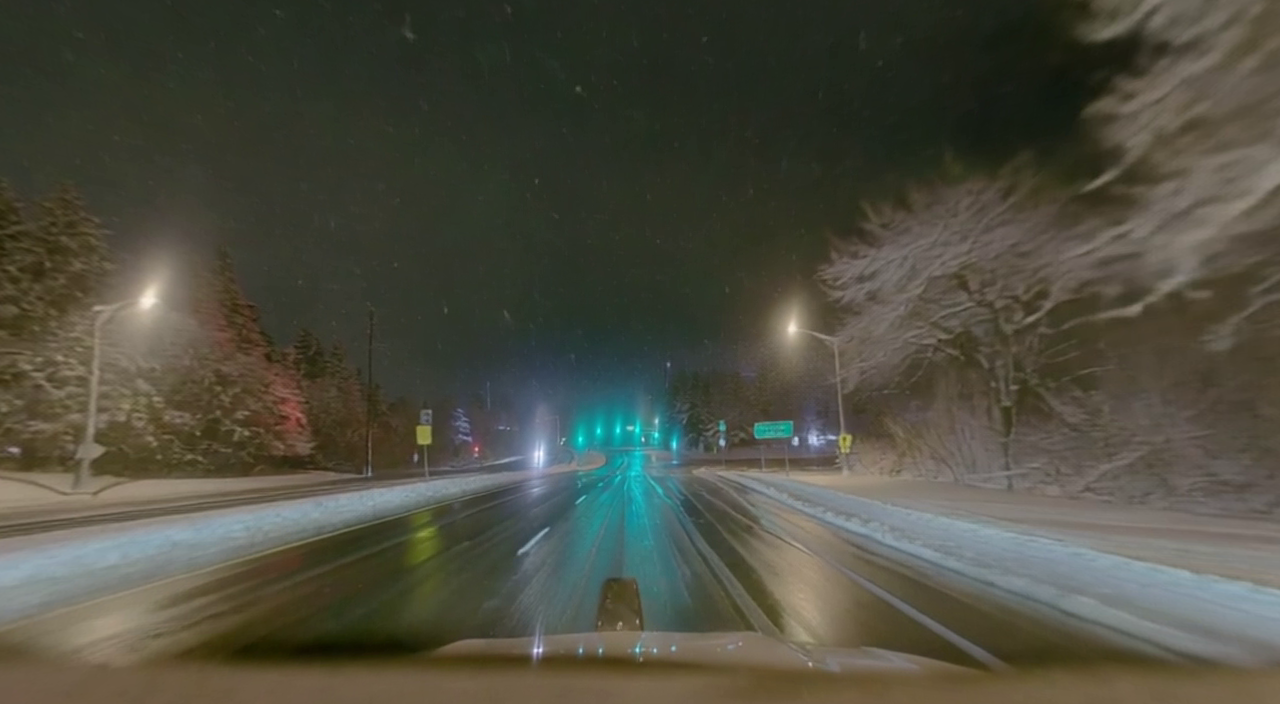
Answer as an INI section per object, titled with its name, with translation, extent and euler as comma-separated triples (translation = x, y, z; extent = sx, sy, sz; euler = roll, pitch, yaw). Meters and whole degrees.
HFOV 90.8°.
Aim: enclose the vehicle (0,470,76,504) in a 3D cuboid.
[vehicle]
translation = -41.015, 8.869, 41.662
extent = 5.552, 2.047, 2.384
euler = -1, -8, 6
